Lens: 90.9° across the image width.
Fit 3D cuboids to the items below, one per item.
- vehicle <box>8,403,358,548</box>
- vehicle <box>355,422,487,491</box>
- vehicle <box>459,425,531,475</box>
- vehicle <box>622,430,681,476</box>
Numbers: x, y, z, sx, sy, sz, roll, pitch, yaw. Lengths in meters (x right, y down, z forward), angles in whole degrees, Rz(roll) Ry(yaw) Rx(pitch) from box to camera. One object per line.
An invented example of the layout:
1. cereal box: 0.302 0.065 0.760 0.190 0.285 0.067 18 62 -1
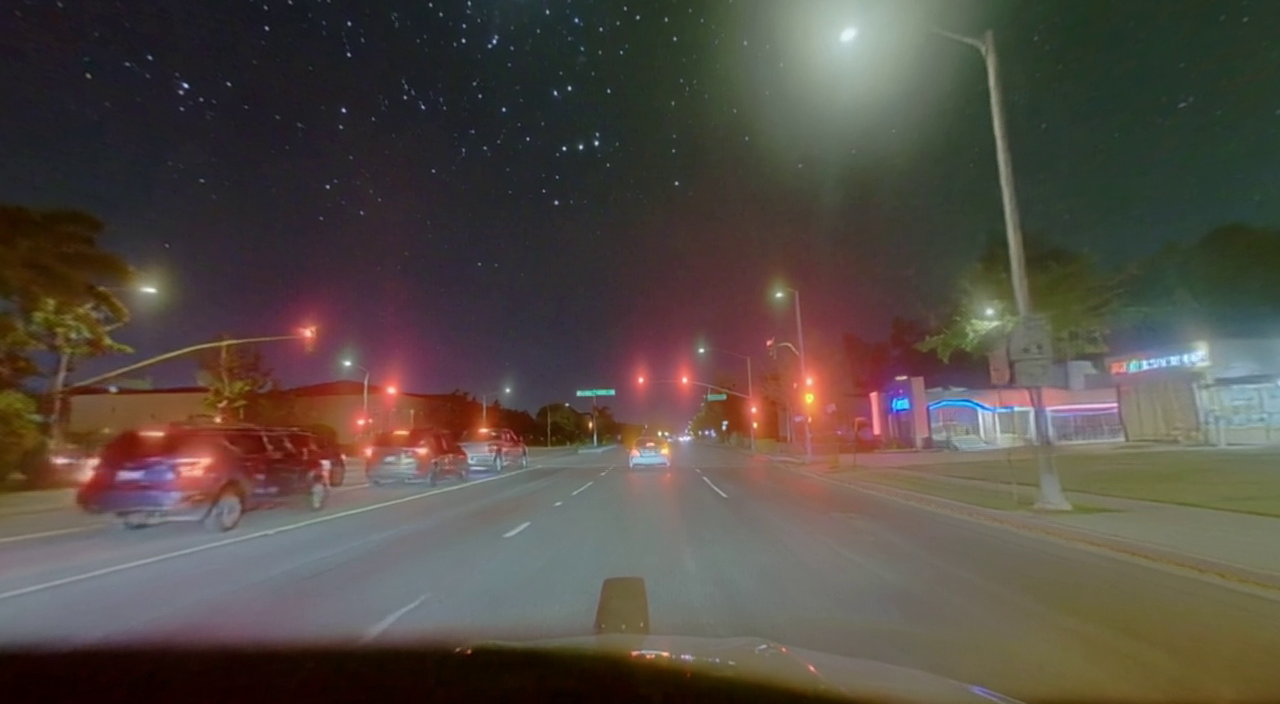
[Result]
1. vehicle: -6.892 1.920 10.464 1.951 1.809 4.917 0 -9 2
2. vehicle: -6.595 3.219 19.718 2.111 1.864 4.932 0 -9 3
3. vehicle: -6.386 4.411 28.425 2.316 2.014 5.215 0 -9 -3
4. vehicle: 0.478 4.055 25.418 2.197 1.682 3.642 0 -9 2
